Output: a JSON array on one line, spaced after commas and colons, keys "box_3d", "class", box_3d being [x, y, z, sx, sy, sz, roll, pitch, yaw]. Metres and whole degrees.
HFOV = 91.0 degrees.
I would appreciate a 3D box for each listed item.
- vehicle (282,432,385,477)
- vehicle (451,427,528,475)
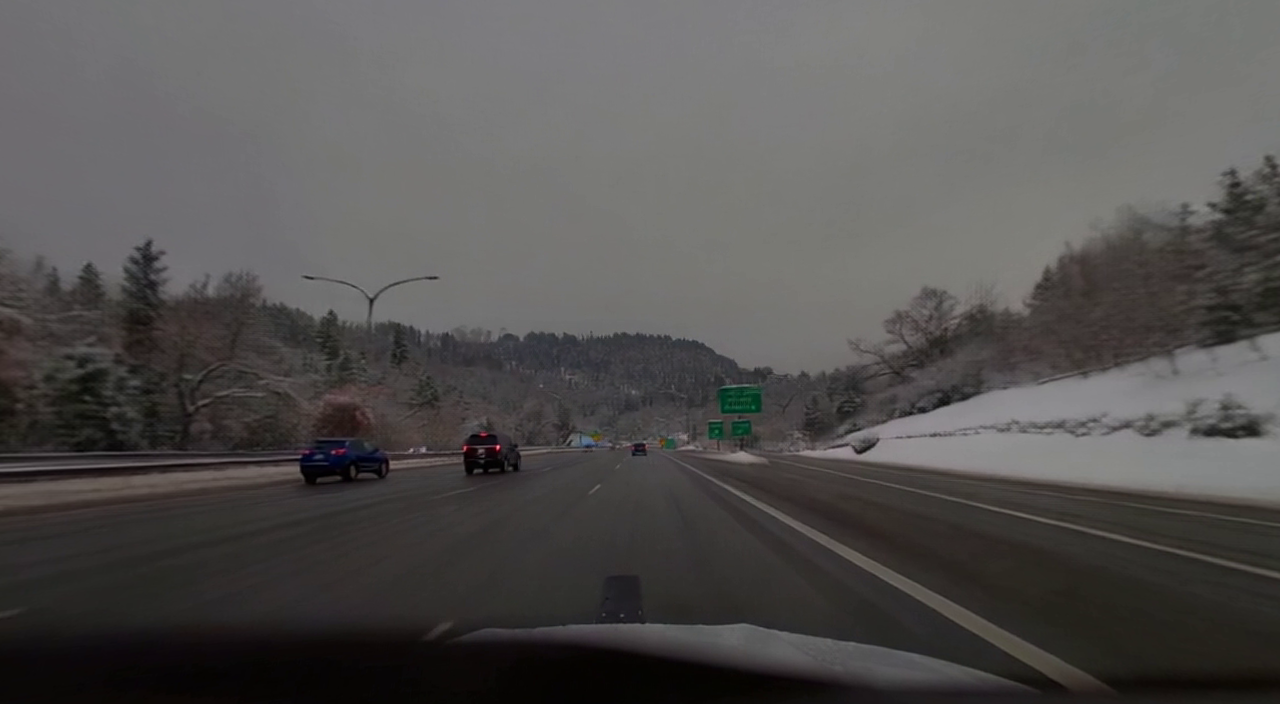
[{"box_3d": [-13.629, 4.596, 28.429, 2.079, 1.822, 4.893, 0, -9, 1], "class": "vehicle"}, {"box_3d": [-6.663, 4.479, 28.568, 2.219, 1.947, 4.924, 0, -9, 1], "class": "vehicle"}]
